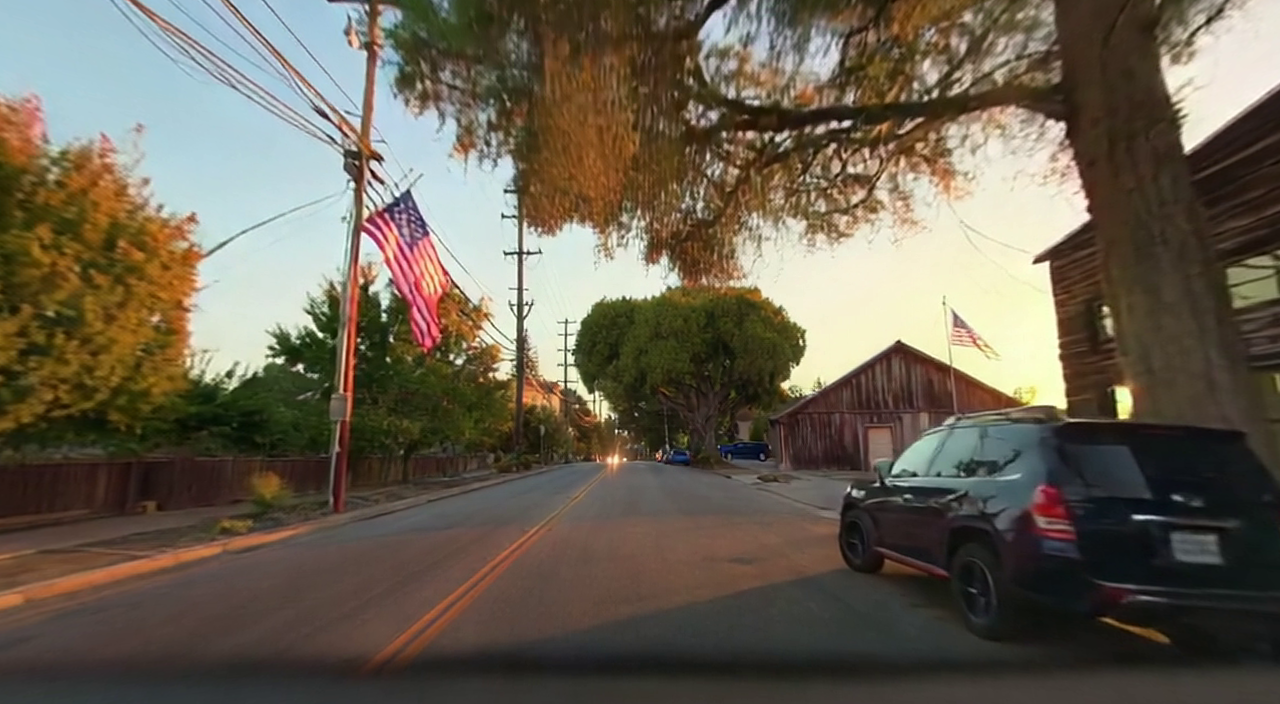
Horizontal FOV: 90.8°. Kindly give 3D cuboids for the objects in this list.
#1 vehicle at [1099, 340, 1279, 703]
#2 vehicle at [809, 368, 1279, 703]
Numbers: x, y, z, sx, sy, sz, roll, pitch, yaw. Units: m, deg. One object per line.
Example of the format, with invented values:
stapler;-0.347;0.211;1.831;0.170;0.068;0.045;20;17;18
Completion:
vehicle;3.530;0.608;0.875;2.061;1.793;5.100;0;-9;2
vehicle;3.371;1.325;5.796;2.203;1.787;4.704;0;-9;-2
